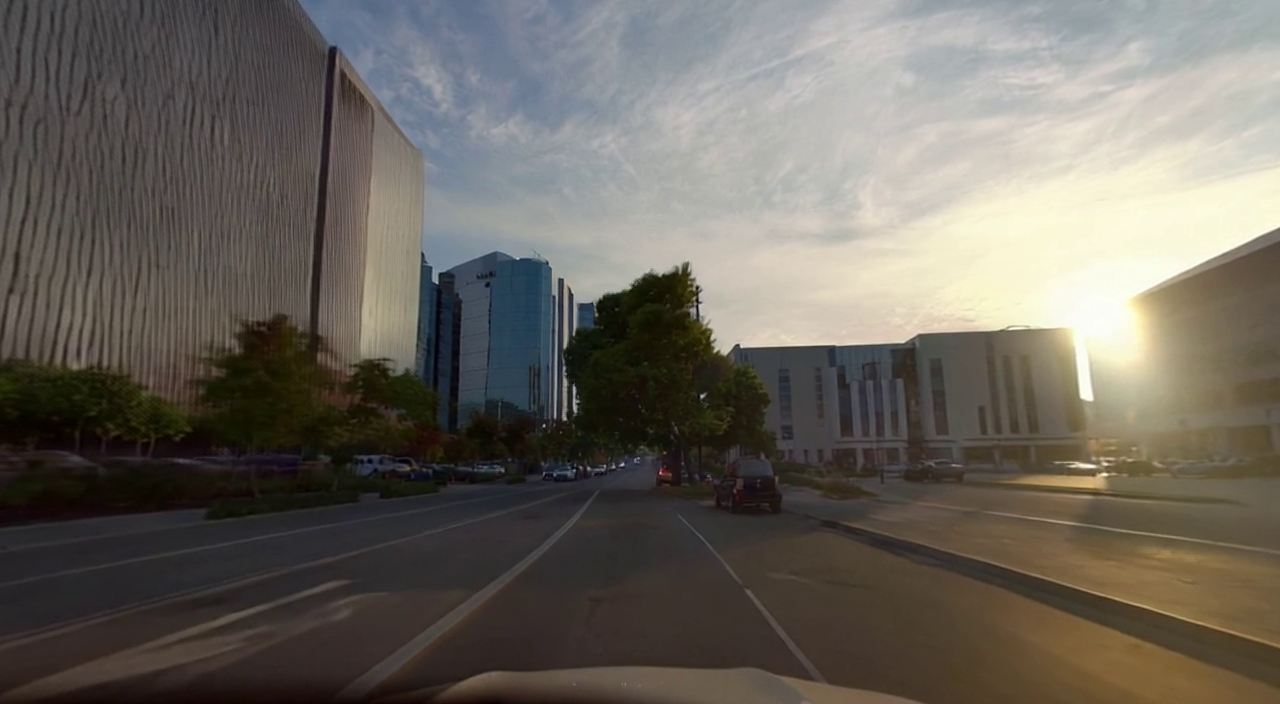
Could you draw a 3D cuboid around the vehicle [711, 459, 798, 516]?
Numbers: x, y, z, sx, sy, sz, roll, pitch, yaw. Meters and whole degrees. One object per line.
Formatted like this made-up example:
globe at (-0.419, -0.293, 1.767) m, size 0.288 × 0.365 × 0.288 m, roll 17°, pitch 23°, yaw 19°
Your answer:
vehicle at (3.227, 3.924, 18.532) m, size 1.899 × 1.470 × 3.666 m, roll 0°, pitch -10°, yaw 1°
